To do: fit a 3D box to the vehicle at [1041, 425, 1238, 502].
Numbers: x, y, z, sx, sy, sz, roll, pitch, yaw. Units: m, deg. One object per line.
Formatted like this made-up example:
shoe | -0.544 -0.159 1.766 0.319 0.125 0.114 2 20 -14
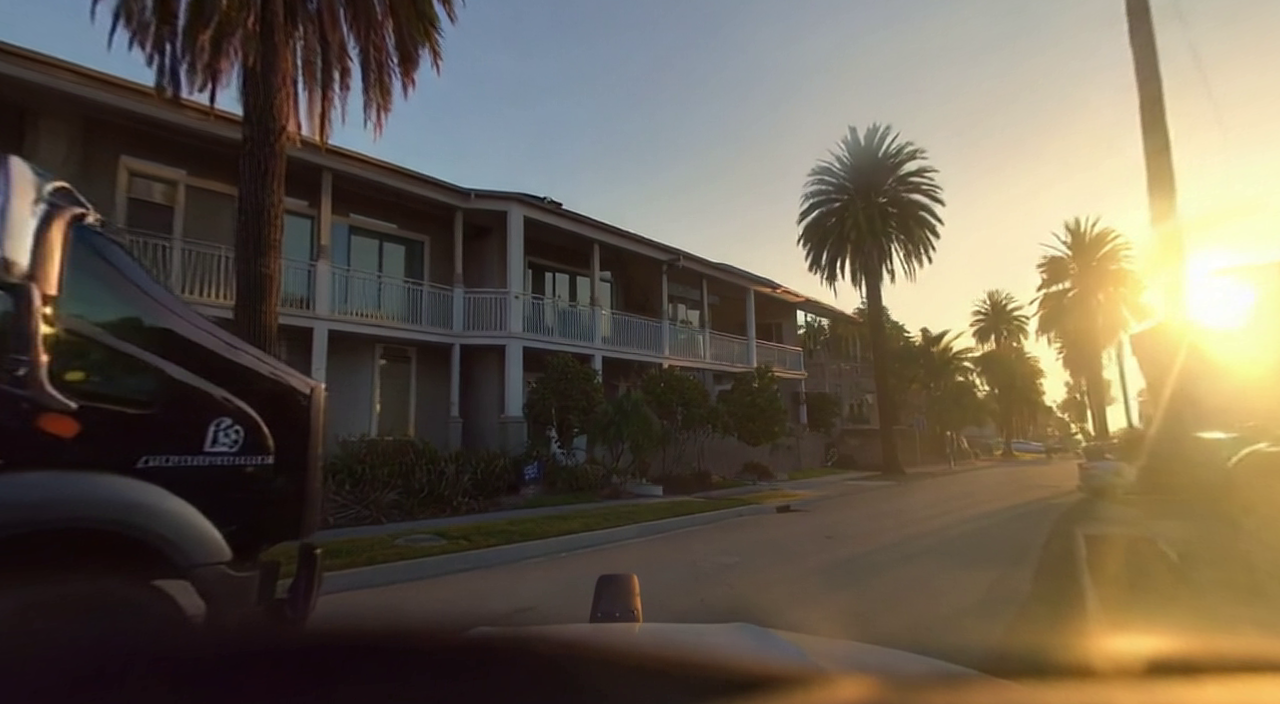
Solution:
vehicle | 19.825 4.330 25.416 5.872 2.468 2.864 -2 -8 39
